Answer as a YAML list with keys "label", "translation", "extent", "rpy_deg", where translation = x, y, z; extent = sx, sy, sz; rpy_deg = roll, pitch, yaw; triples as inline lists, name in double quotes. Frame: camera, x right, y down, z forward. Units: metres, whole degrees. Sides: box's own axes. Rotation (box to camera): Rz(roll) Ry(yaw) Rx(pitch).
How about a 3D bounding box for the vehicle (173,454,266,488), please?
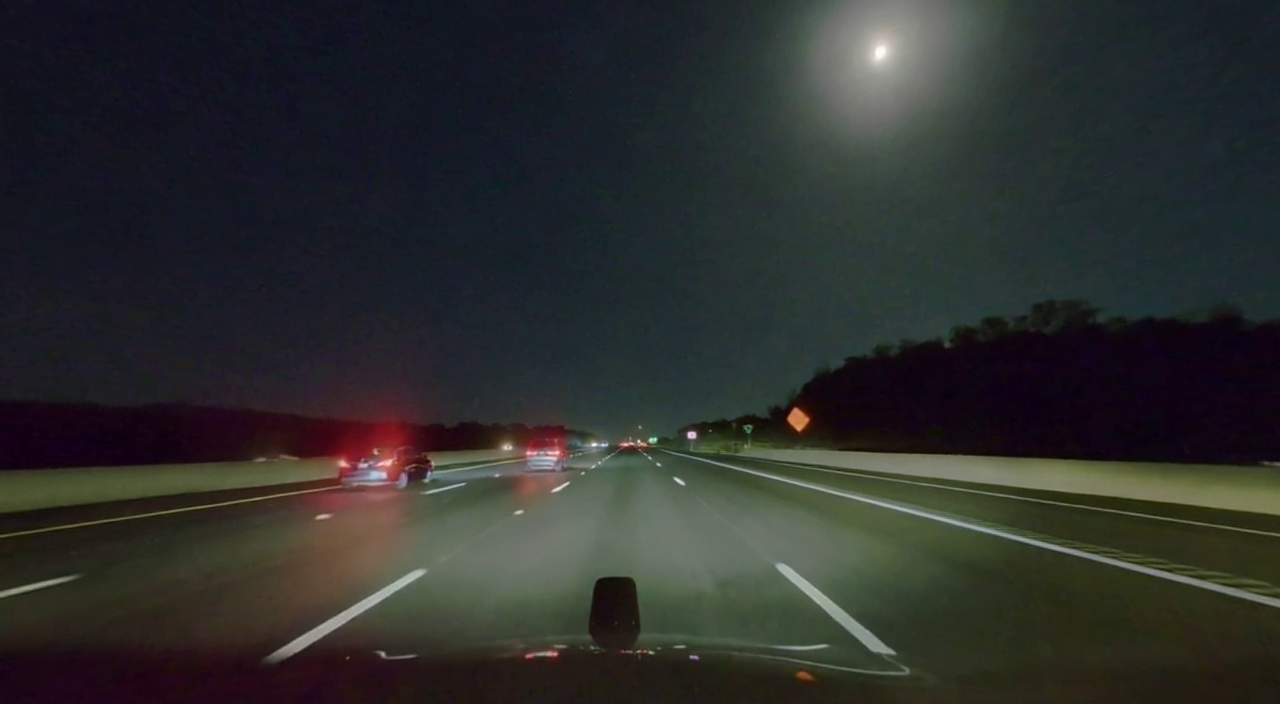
- label: "vehicle"
  translation: [-20.945, 5.929, 31.569]
  extent: [1.886, 1.457, 3.984]
  rpy_deg: [0, -8, 0]

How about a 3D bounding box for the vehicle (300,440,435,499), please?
- label: "vehicle"
  translation: [-7.916, 3.409, 18.904]
  extent: [1.924, 1.519, 4.791]
  rpy_deg: [0, -8, 0]

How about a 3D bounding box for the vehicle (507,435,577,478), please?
- label: "vehicle"
  translation: [-4.095, 4.478, 27.338]
  extent: [2.200, 1.662, 5.091]
  rpy_deg: [-1, -8, 0]
